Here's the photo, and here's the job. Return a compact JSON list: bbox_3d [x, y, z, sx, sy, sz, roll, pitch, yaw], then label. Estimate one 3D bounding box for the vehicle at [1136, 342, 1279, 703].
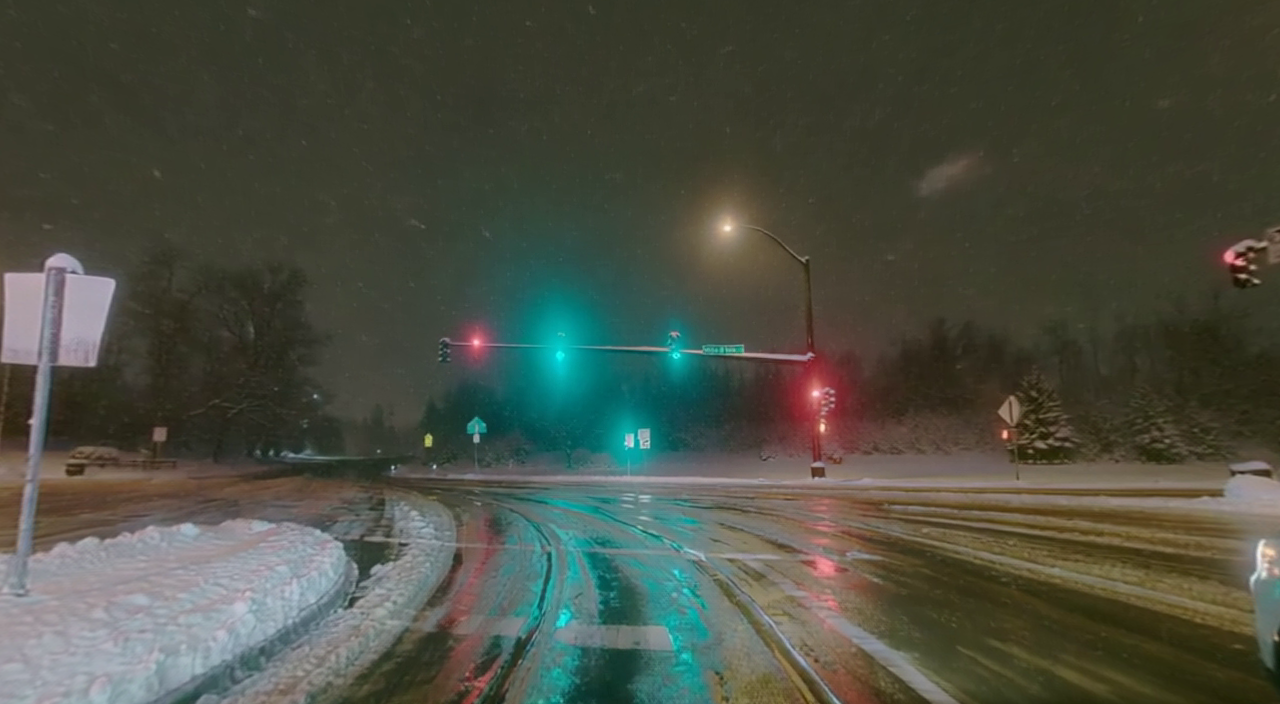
[{"bbox_3d":[3.052,0.560,0.503,1.938,1.648,4.211,-1,-8,2],"label":"vehicle"}]
